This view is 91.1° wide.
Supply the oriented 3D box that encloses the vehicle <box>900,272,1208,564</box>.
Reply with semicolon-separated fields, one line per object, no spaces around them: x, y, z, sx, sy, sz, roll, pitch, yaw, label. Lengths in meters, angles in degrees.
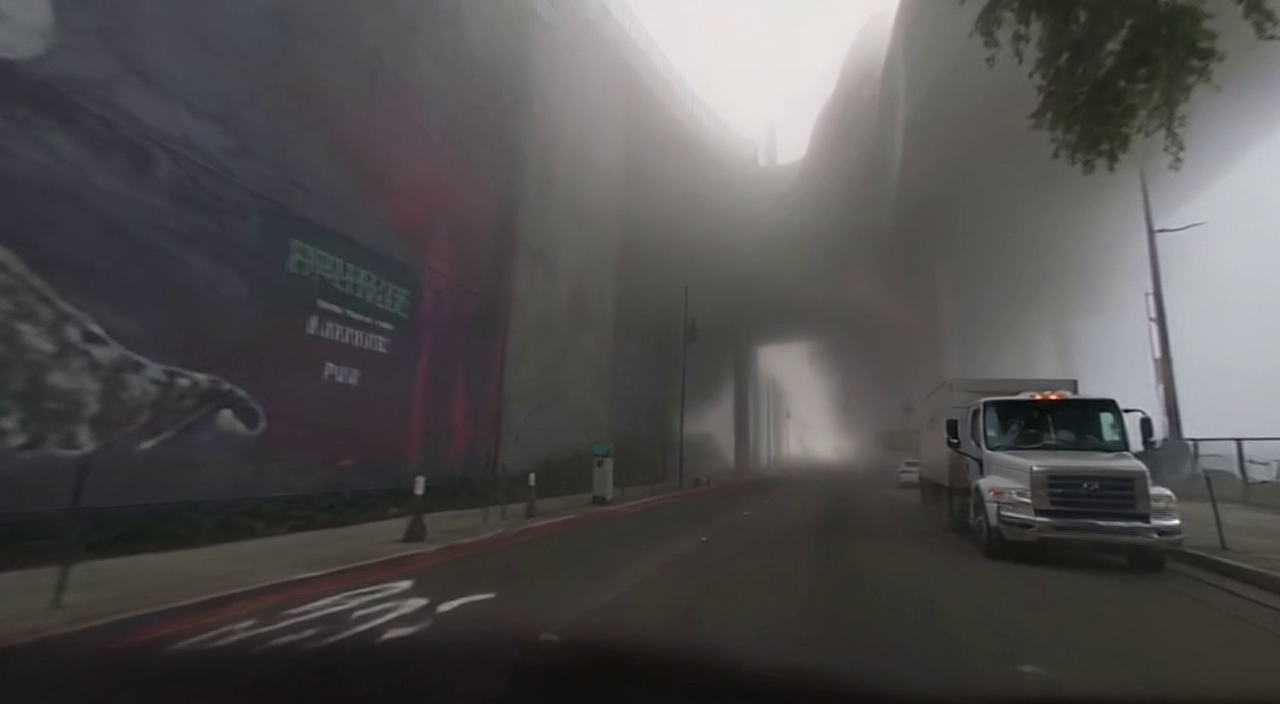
7.487;1.533;13.246;2.849;3.893;9.347;-3;-9;18;vehicle
